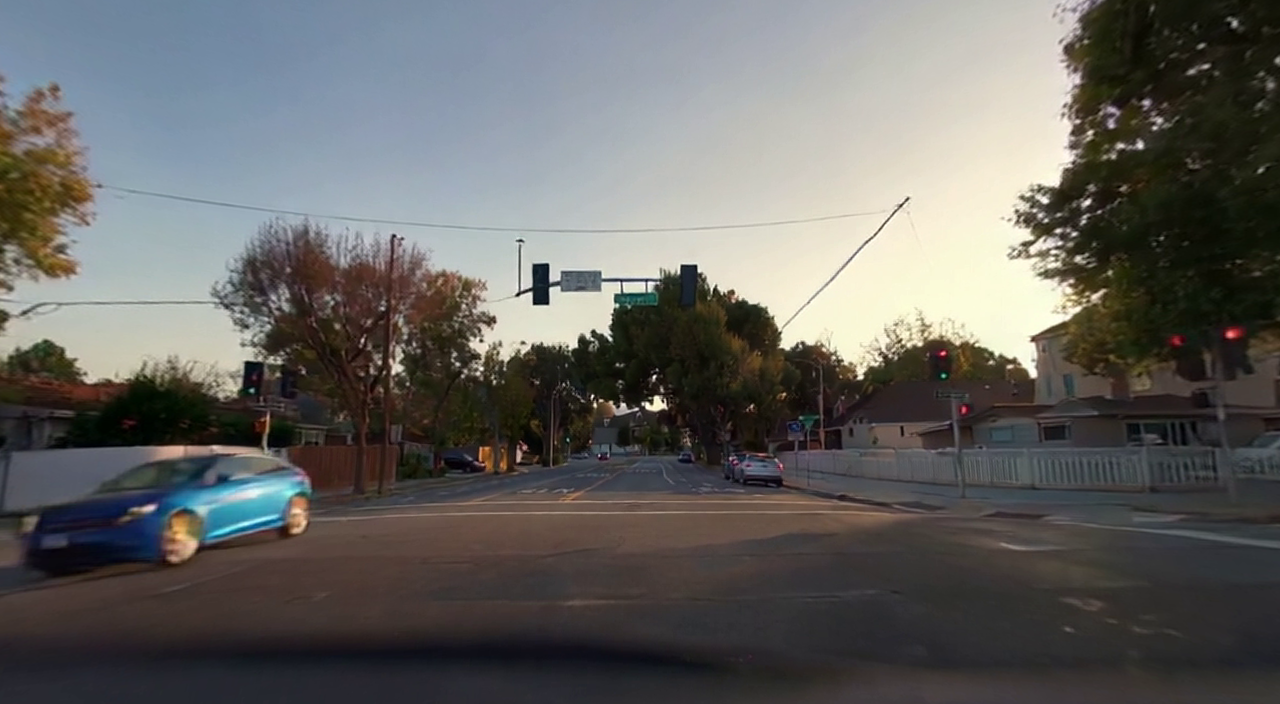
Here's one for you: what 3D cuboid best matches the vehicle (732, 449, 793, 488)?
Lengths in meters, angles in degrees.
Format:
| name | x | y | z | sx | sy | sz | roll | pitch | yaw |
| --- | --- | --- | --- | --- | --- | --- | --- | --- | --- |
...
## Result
| name | x | y | z | sx | sy | sz | roll | pitch | yaw |
| --- | --- | --- | --- | --- | --- | --- | --- | --- | --- |
| vehicle | 5.486 | 5.241 | 28.797 | 1.891 | 1.611 | 4.269 | 0 | -9 | 0 |

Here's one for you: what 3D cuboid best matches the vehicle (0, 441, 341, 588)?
| name | x | y | z | sx | sy | sz | roll | pitch | yaw |
| --- | --- | --- | --- | --- | --- | --- | --- | --- | --- |
| vehicle | -6.899 | 2.185 | 9.524 | 2.270 | 1.605 | 4.958 | 0 | -9 | 1 |
